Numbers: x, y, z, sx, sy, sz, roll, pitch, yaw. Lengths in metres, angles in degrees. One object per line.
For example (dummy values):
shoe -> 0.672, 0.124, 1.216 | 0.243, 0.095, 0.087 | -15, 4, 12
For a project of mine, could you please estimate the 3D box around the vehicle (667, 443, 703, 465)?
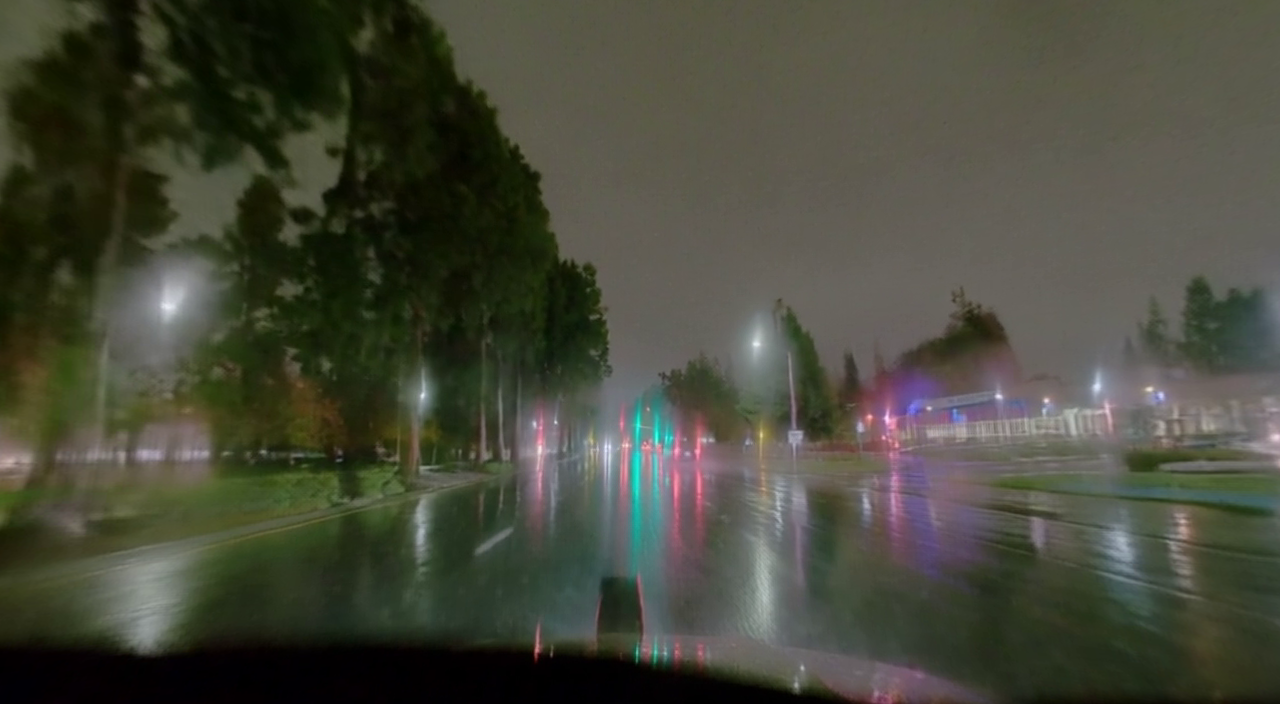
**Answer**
vehicle -> 3.131, 7.193, 44.639 | 2.033, 1.482, 4.571 | 0, -8, -2
